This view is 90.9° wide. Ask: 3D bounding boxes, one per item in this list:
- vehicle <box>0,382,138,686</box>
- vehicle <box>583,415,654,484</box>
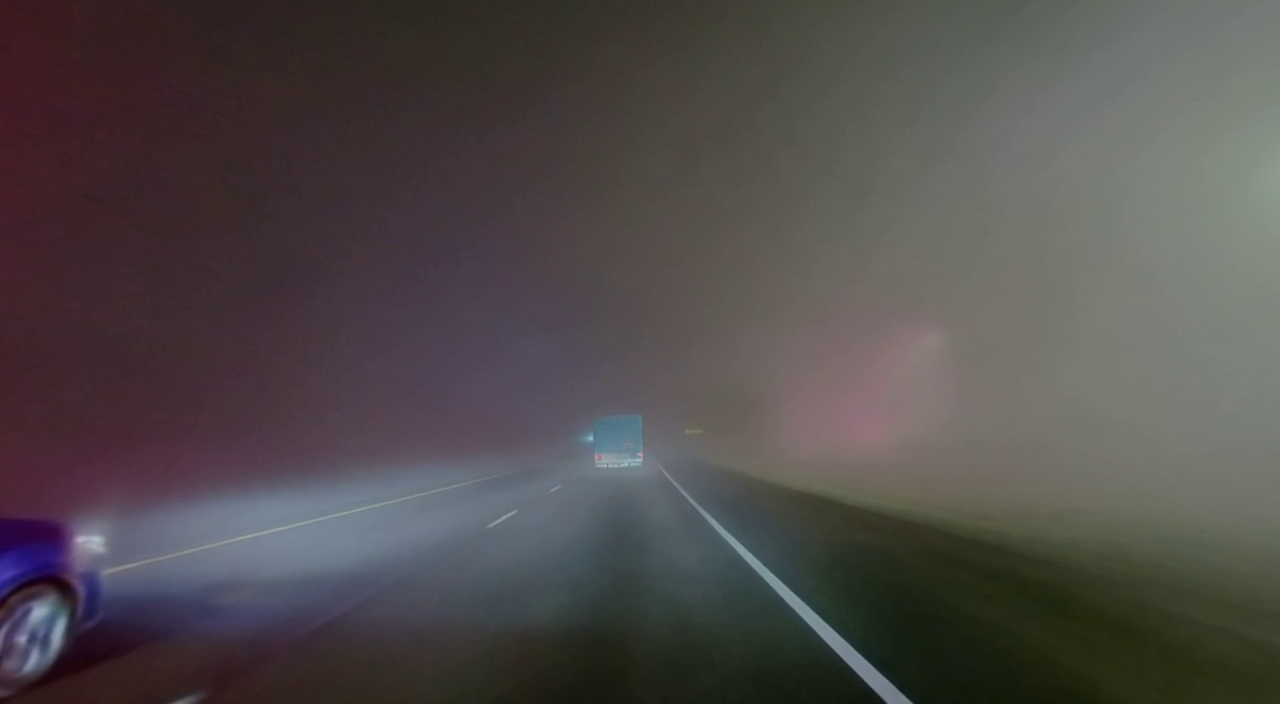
[{"bbox_3d":[-4.628,0.815,2.184,2.198,1.666,4.311,1,-8,-1],"label":"vehicle"},{"bbox_3d":[-0.716,3.448,22.520,2.248,2.154,4.892,1,-8,-1],"label":"vehicle"}]
